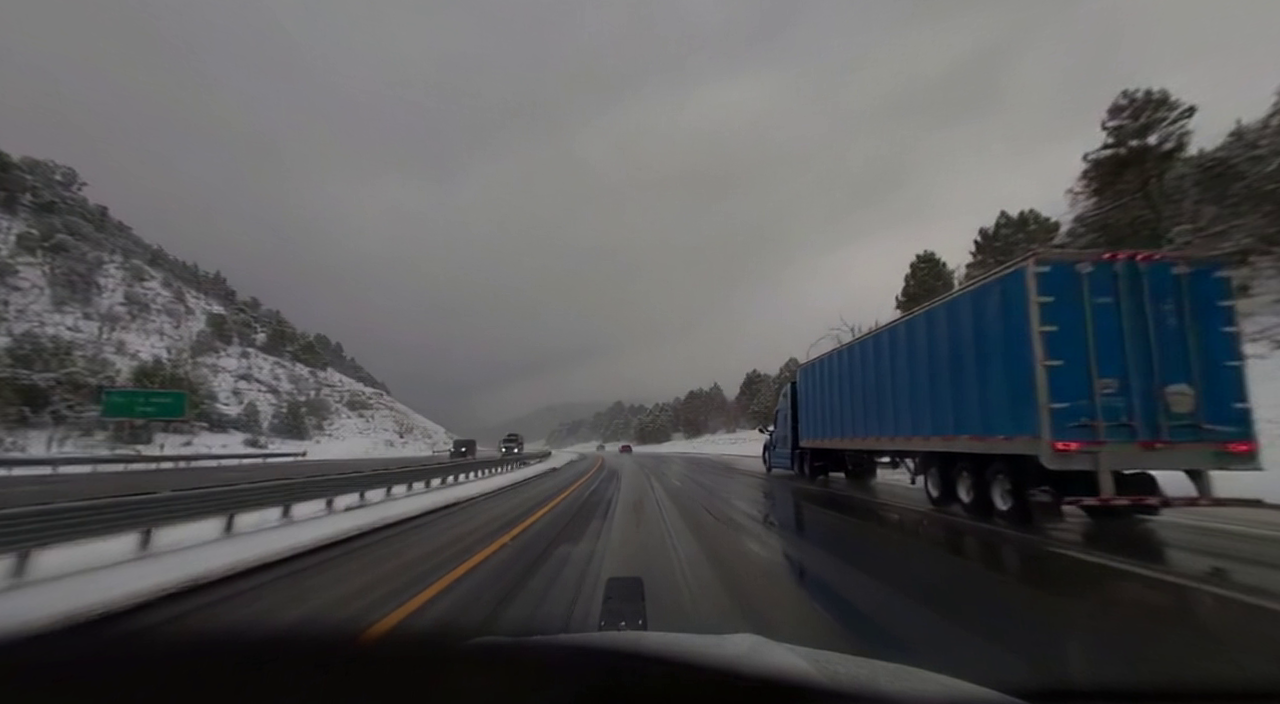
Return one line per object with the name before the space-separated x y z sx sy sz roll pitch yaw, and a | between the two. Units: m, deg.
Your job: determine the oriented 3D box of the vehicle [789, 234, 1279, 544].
vehicle | 7.475 1.603 16.586 2.923 4.182 16.345 0 -8 -1
